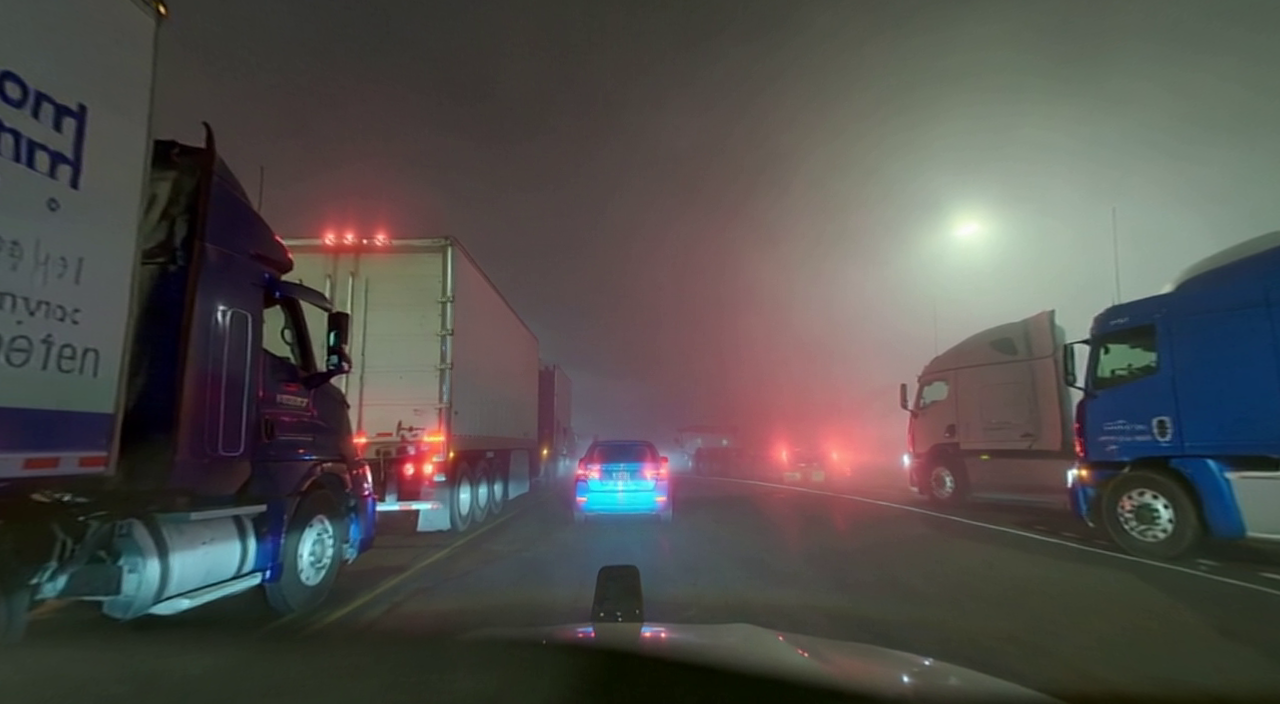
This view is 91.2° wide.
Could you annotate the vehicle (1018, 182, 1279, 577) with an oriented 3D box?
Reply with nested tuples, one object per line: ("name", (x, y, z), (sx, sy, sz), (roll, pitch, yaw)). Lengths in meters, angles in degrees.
("vehicle", (11.159, -0.107, 4.717), (13.564, 4.152, 3.110), (-9, -12, 42))

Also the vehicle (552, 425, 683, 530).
("vehicle", (-0.386, 2.368, 12.277), (2.140, 1.682, 3.971), (0, -9, 0))

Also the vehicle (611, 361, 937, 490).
("vehicle", (4.447, 3.260, 26.560), (2.877, 4.124, 14.516), (4, -9, -41))

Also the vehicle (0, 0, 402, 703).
("vehicle", (-3.949, 0.080, 2.074), (2.986, 3.391, 9.523), (0, -9, -3))
